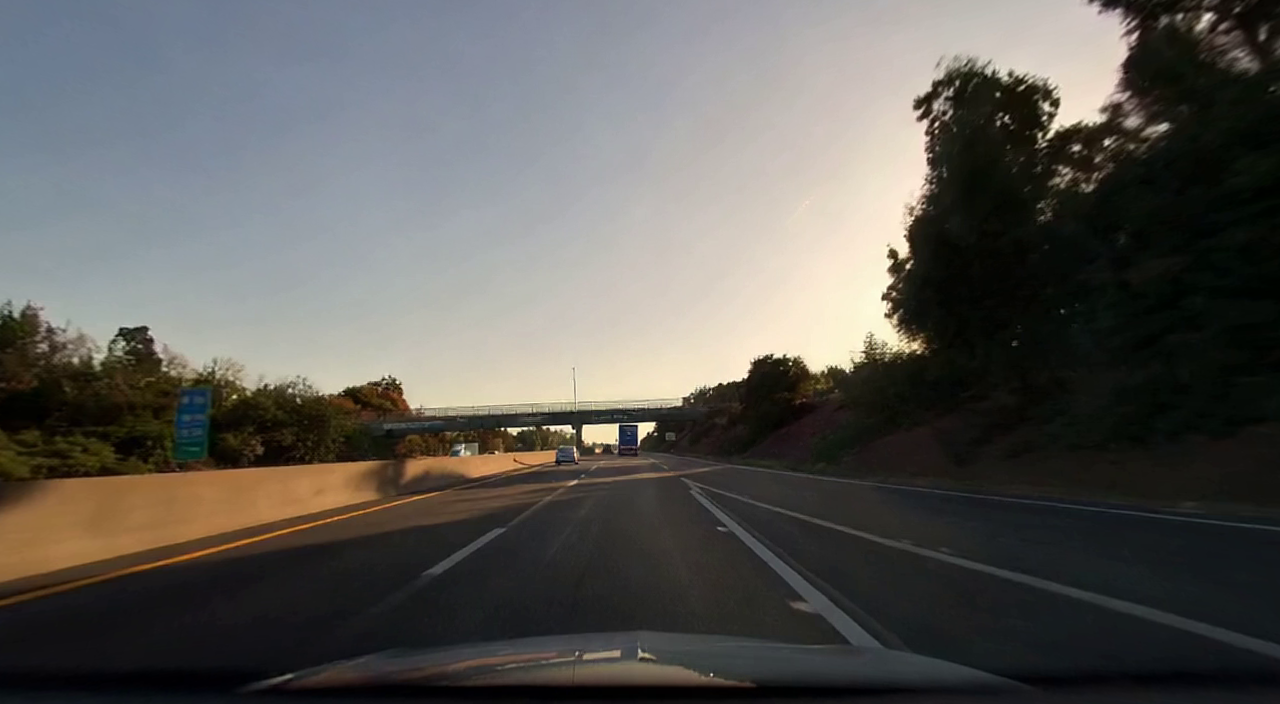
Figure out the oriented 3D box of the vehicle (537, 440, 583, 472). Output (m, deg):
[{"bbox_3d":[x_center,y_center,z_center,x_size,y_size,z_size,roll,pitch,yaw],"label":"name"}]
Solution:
[{"bbox_3d":[-4.404,5.827,35.288,2.099,1.651,4.397,0,-9,-1],"label":"vehicle"}]
